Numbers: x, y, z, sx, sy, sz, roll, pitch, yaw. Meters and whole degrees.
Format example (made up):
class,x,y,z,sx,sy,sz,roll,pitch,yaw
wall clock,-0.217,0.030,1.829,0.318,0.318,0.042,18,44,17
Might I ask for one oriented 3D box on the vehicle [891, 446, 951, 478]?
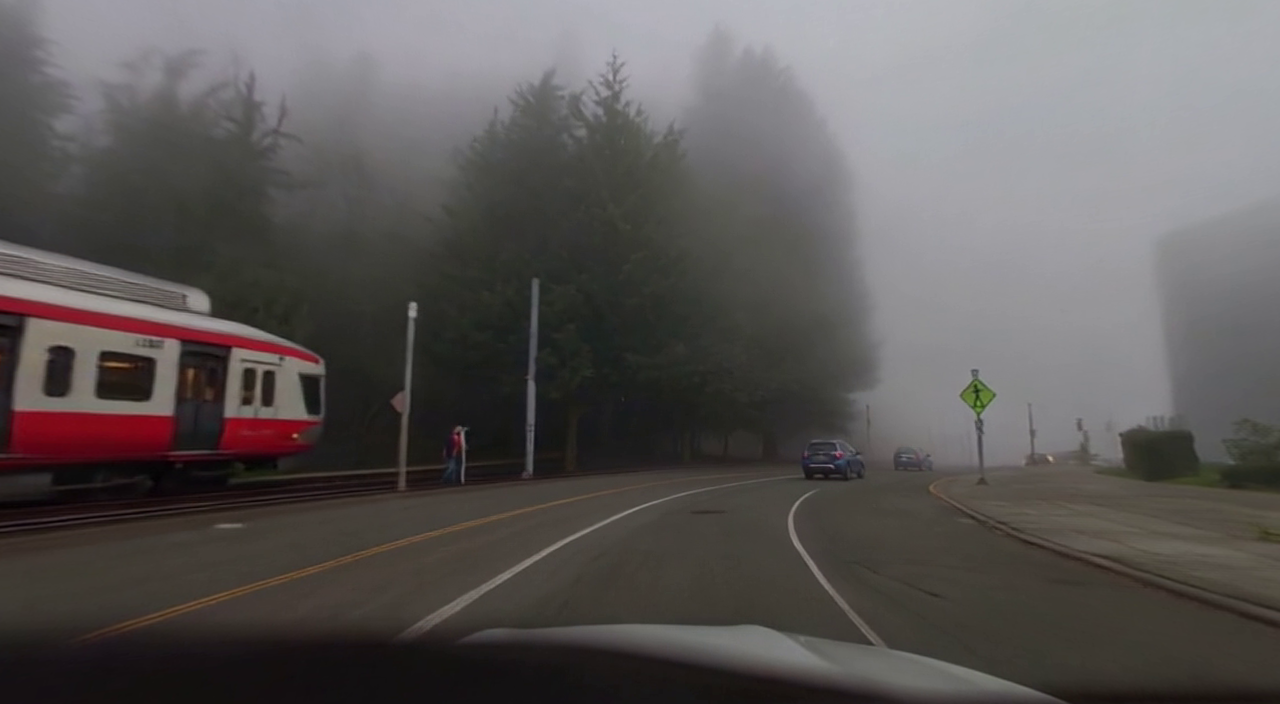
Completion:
class,x,y,z,sx,sy,sz,roll,pitch,yaw
vehicle,16.951,6.562,38.025,2.010,1.725,4.320,-7,-11,40

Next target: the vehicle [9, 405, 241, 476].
class,x,y,z,sx,sy,sz,roll,pitch,yaw
vehicle,-29.873,5.334,38.031,2.931,3.569,12.284,-1,-8,4

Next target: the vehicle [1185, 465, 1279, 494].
class,x,y,z,sx,sy,sz,roll,pitch,yaw
vehicle,33.244,7.062,35.030,4.118,1.477,1.691,-1,-9,10

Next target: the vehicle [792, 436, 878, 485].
class,x,y,z,sx,sy,sz,roll,pitch,yaw
vehicle,7.928,4.307,25.421,2.263,1.765,4.237,-5,-10,31
